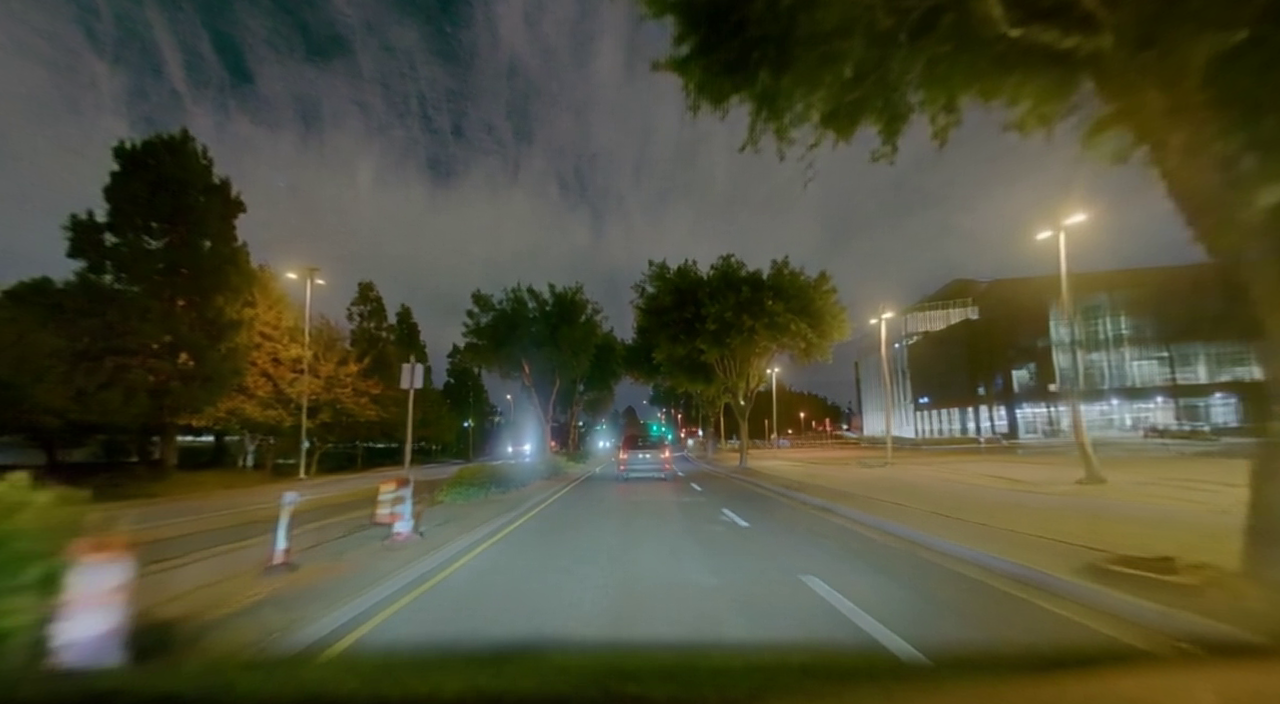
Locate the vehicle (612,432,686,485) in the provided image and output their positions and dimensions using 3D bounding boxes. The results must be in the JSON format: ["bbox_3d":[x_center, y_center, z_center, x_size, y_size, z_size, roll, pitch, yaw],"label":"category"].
[{"bbox_3d":[0.271,3.384,20.364,2.114,1.493,4.430,0,-8,1],"label":"vehicle"}]
